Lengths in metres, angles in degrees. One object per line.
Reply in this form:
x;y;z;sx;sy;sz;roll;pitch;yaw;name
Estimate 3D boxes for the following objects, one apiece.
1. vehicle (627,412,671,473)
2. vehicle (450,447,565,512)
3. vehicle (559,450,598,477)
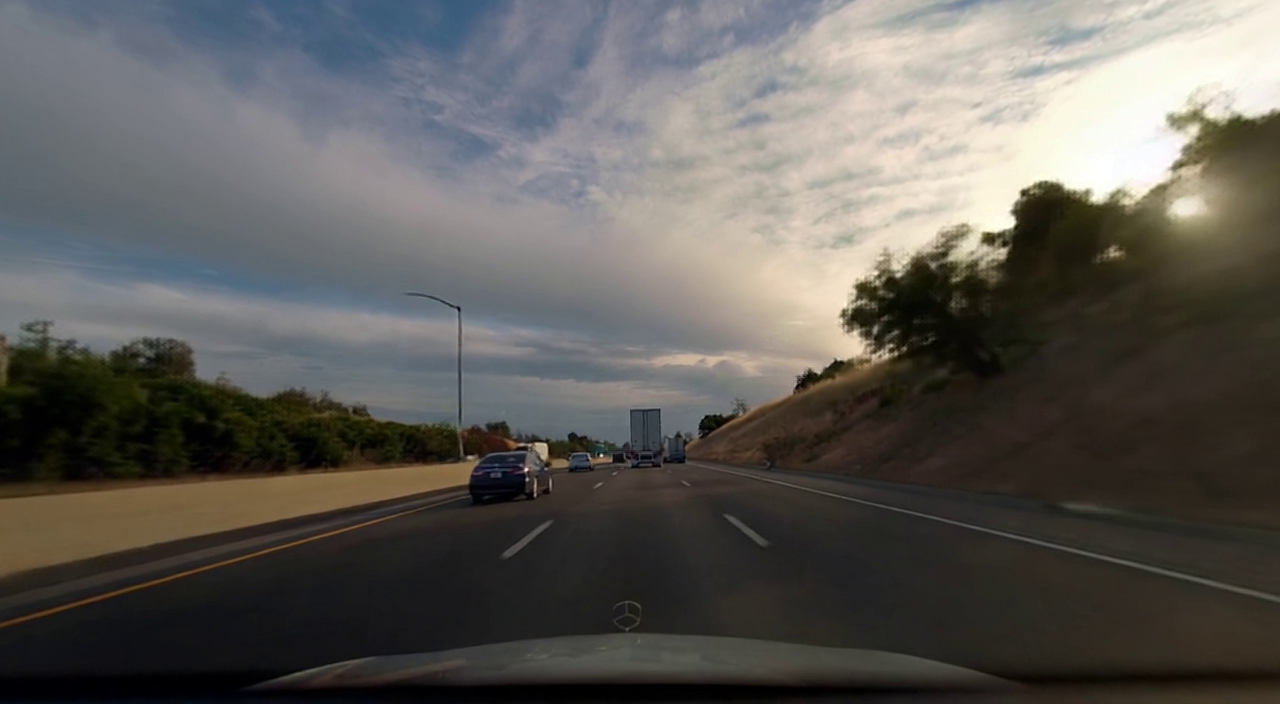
0.593;6.897;47.816;2.919;4.048;11.010;0;-9;0;vehicle
-3.367;3.347;17.145;2.053;1.489;4.740;0;-9;1;vehicle
-3.763;6.922;39.412;2.051;1.537;4.111;0;-9;0;vehicle
